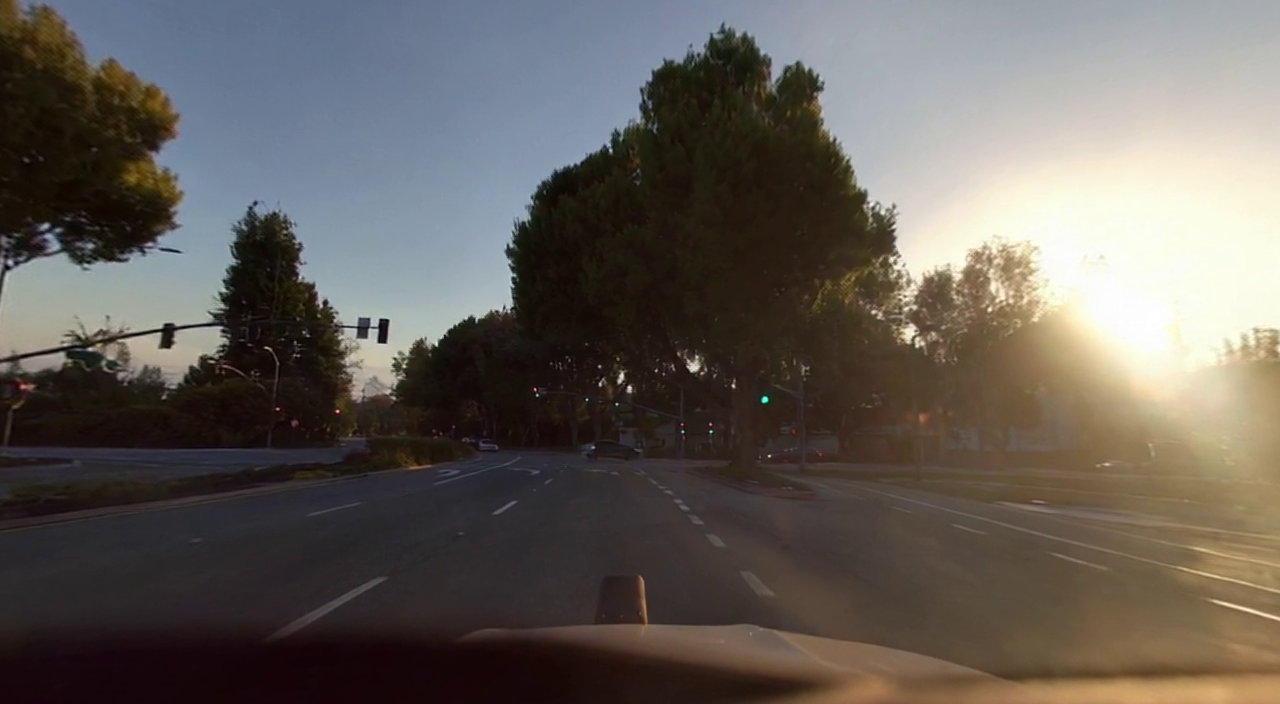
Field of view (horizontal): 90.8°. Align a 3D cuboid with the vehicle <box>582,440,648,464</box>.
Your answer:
[{"bbox_3d":[-1.845,7.287,46.264,4.605,1.665,1.888,2,-9,-13],"label":"vehicle"}]
